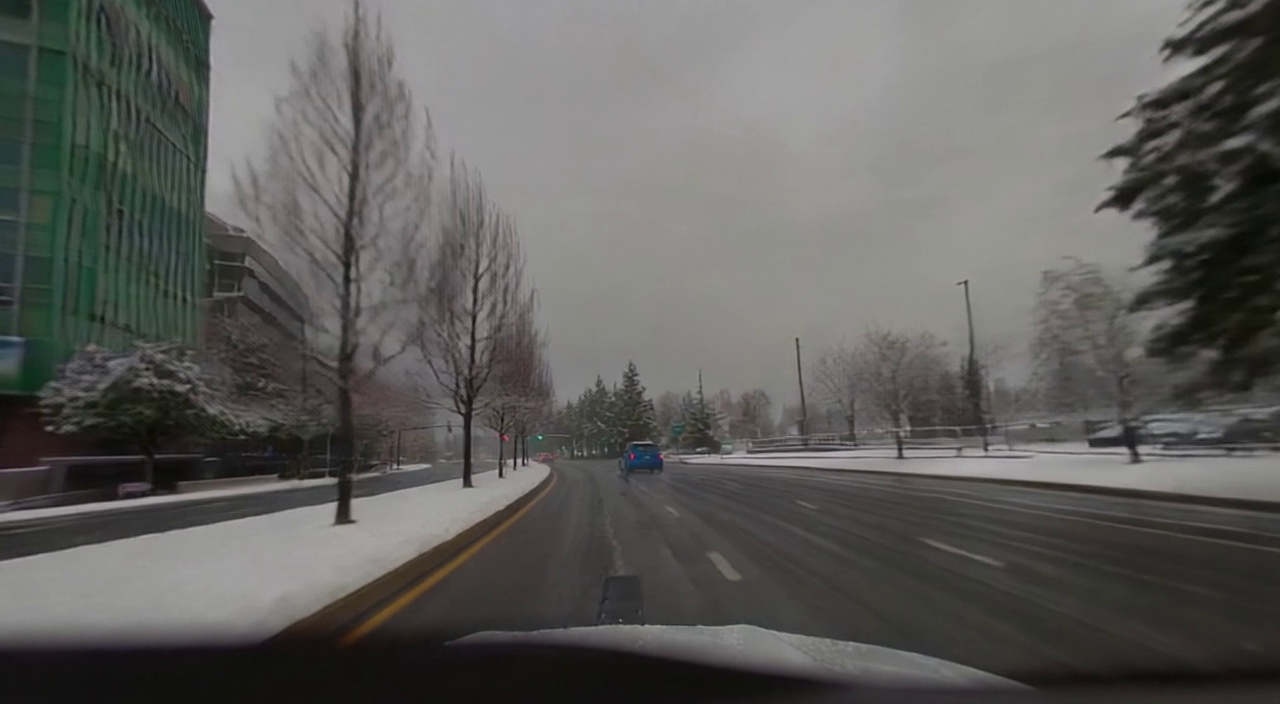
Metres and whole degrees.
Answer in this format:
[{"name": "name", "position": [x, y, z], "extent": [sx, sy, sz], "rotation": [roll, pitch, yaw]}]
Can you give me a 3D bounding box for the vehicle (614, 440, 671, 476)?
[{"name": "vehicle", "position": [0.034, 5.248, 31.527], "extent": [2.165, 1.633, 4.381], "rotation": [1, -9, -8]}]
